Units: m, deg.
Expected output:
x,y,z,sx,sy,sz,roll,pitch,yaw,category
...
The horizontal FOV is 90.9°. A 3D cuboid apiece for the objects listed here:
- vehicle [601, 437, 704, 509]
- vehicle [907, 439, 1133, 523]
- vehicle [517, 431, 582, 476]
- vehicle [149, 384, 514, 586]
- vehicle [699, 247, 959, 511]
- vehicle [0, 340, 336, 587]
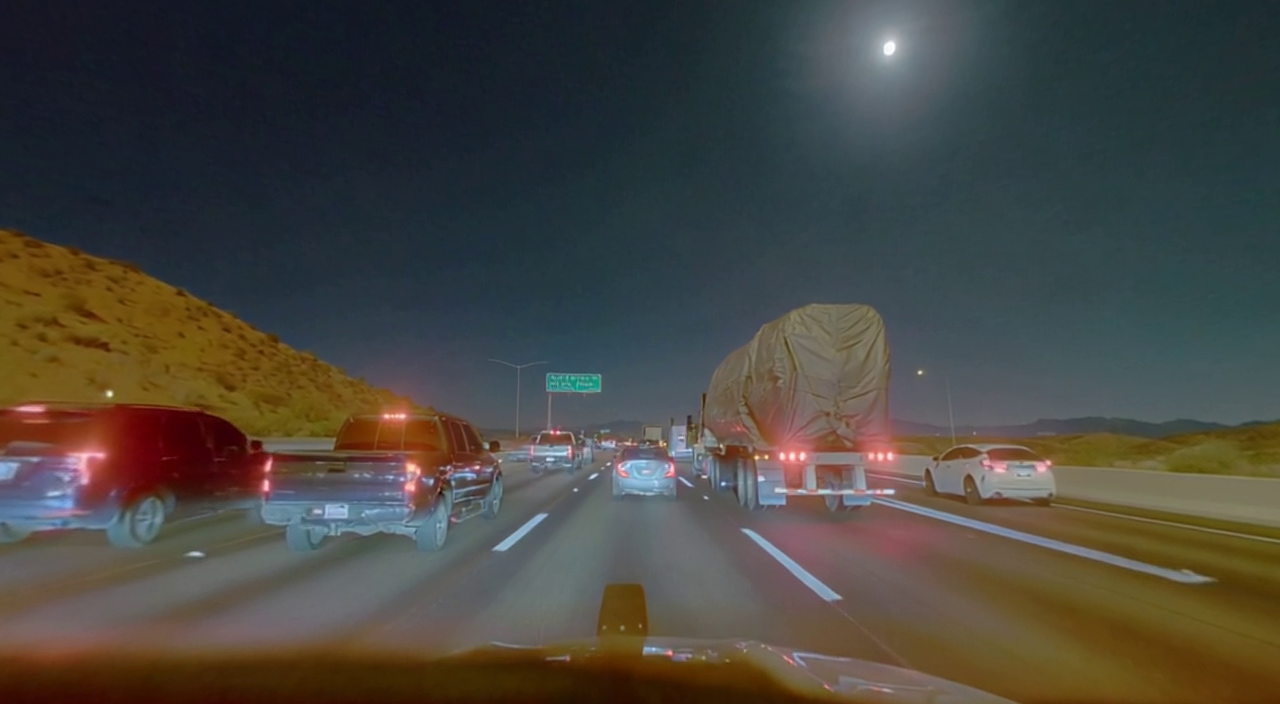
x,y,z,sx,sy,sz,roll,pitch,yaw,category
0.199,2.771,14.970,2.105,1.471,3.978,0,-8,-2,vehicle
7.741,2.623,13.481,2.092,1.495,4.194,0,-8,-2,vehicle
-3.952,4.532,28.469,2.348,1.821,5.061,0,-8,-2,vehicle
-3.442,1.634,8.695,2.318,1.902,5.374,0,-8,0,vehicle
3.382,1.145,15.172,2.759,4.098,10.906,0,-8,0,vehicle
-7.560,1.436,8.626,3.150,2.303,7.133,0,-8,1,vehicle
